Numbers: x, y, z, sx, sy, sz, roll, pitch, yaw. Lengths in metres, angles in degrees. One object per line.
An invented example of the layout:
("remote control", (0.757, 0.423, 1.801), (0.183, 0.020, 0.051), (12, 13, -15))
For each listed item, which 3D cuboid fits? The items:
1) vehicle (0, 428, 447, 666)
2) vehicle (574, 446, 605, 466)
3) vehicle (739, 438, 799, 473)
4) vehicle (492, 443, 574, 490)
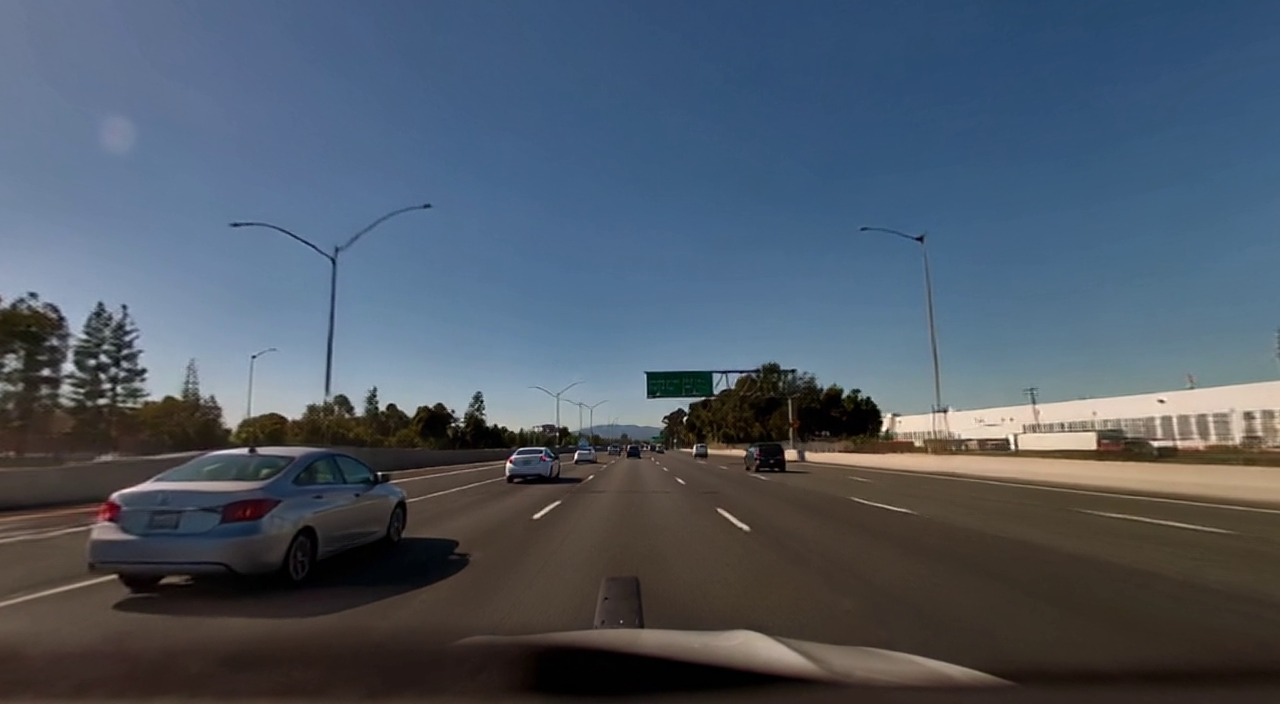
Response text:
("vehicle", (-3.520, 1.522, 6.056), (1.959, 1.433, 4.291), (0, -9, 0))
("vehicle", (-3.831, 7.983, 48.663), (2.078, 1.464, 4.093), (0, -9, 0))
("vehicle", (6.827, 5.547, 33.963), (2.147, 1.769, 4.666), (0, -9, -1))
("vehicle", (-3.651, 4.012, 22.454), (2.047, 1.469, 4.614), (0, -9, 1))
